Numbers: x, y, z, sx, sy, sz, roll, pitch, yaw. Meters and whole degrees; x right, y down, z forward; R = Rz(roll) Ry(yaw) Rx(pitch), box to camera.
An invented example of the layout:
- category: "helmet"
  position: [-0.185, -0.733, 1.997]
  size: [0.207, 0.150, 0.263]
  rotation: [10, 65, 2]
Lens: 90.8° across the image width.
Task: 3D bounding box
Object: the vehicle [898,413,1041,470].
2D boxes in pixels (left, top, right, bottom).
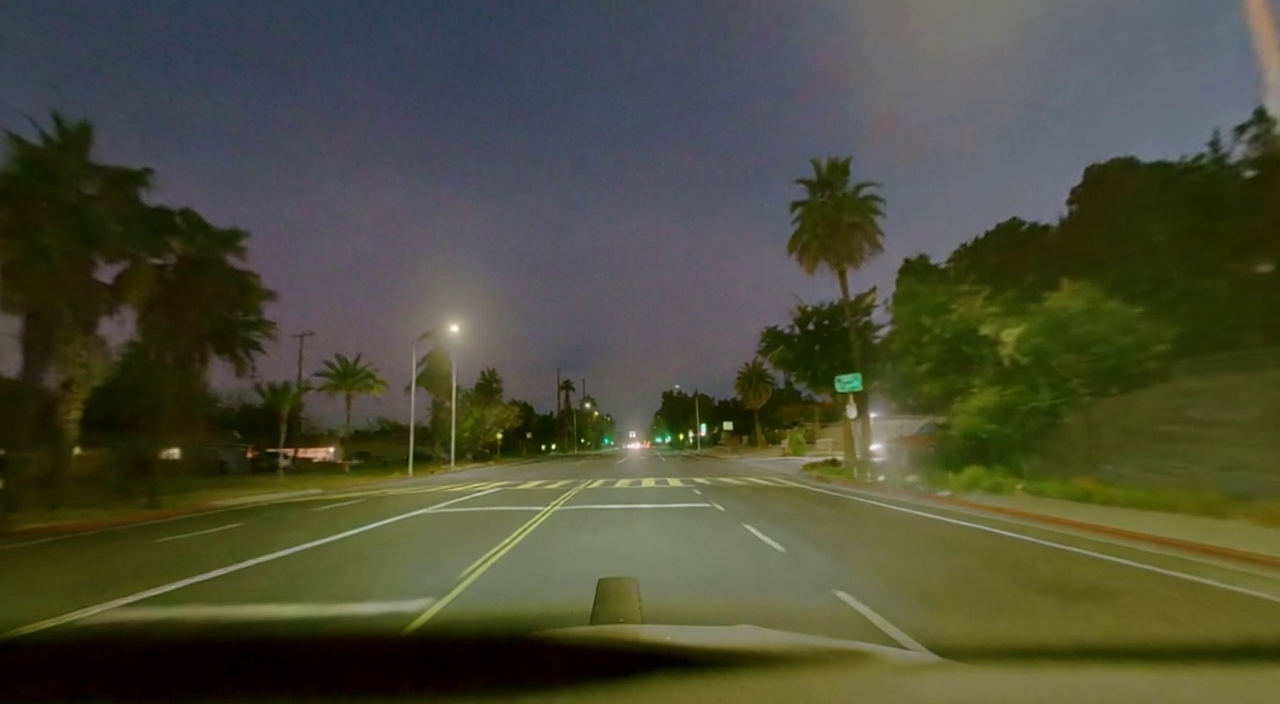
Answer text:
- category: "vehicle"
  position: [12.820, 3.507, 24.615]
  size: [4.963, 2.031, 2.132]
  rotation: [4, -9, -23]

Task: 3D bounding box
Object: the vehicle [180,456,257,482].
- category: "vehicle"
  position: [-25.979, 7.156, 38.898]
  size: [4.452, 1.466, 1.910]
  rotation: [-4, -10, 27]

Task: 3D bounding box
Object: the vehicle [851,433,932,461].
- category: "vehicle"
  position: [16.330, 6.204, 41.220]
  size: [4.296, 1.701, 2.255]
  rotation: [0, -8, -1]

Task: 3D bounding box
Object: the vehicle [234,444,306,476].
- category: "vehicle"
  position: [-26.252, 7.618, 44.799]
  size: [4.714, 1.999, 2.272]
  rotation: [-4, -8, 31]
